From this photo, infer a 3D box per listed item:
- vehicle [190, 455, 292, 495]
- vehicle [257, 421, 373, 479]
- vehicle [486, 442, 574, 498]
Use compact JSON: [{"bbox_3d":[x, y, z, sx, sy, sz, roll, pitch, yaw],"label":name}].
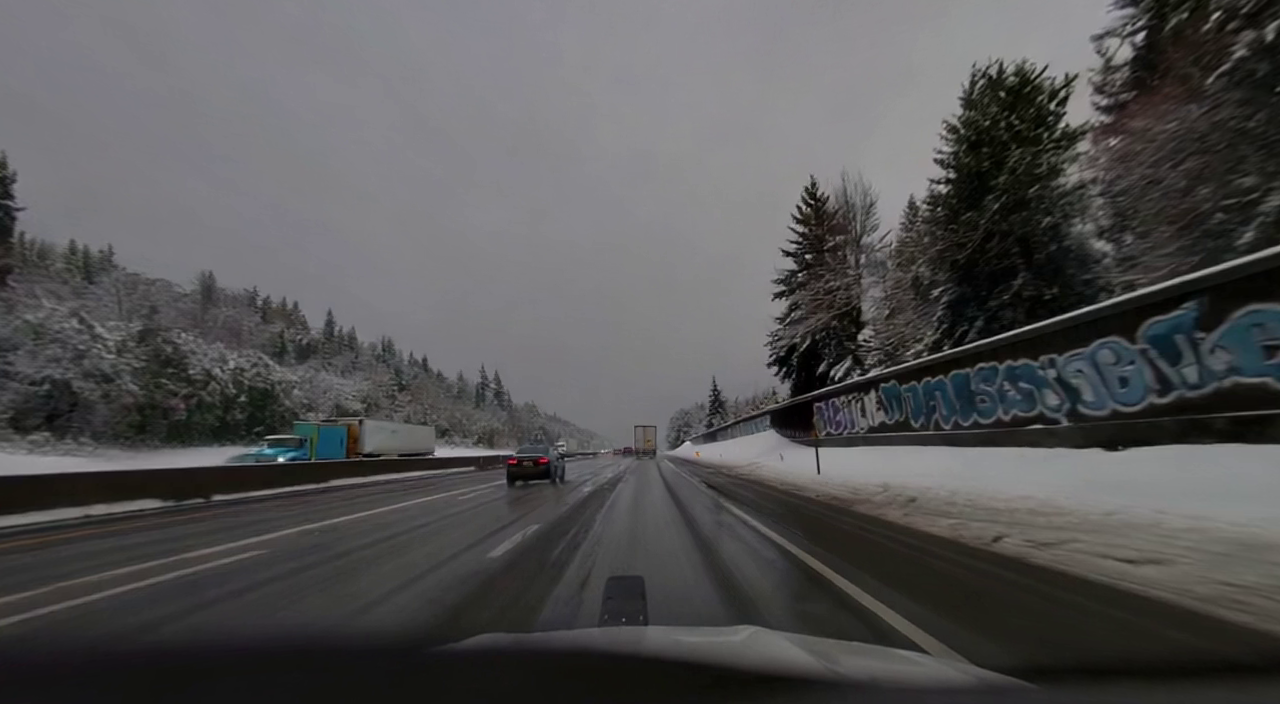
[{"bbox_3d":[-14.567,4.499,23.211,1.654,1.325,3.111,0,-9,1],"label":"vehicle"},{"bbox_3d":[-22.303,6.853,44.036,3.241,3.624,8.590,0,-9,1],"label":"vehicle"},{"bbox_3d":[-3.192,3.520,19.190,1.803,1.466,4.509,0,-9,1],"label":"vehicle"}]
